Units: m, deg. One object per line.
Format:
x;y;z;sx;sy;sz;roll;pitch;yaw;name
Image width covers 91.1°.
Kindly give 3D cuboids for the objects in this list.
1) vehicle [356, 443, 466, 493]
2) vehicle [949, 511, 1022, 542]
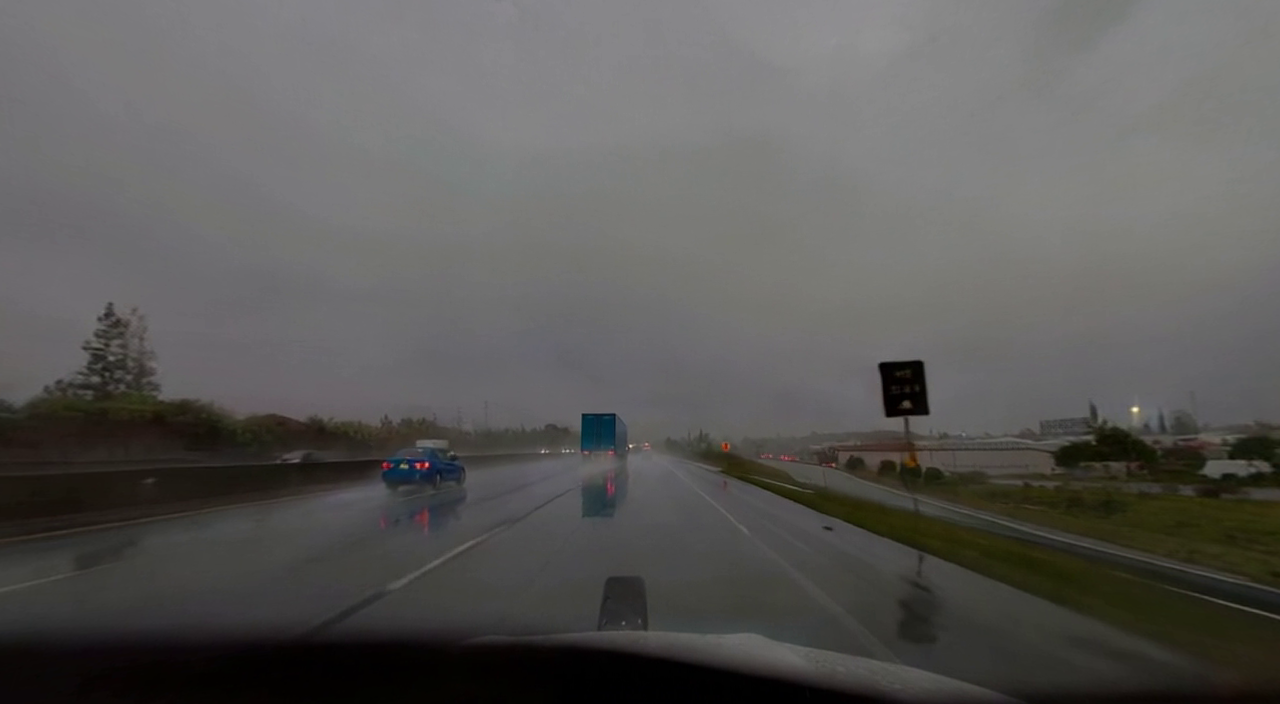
-7.500;3.818;21.125;1.901;1.467;4.629;-1;-9;1;vehicle
24.660;12.494;45.071;2.126;1.475;4.971;0;-8;-5;vehicle
